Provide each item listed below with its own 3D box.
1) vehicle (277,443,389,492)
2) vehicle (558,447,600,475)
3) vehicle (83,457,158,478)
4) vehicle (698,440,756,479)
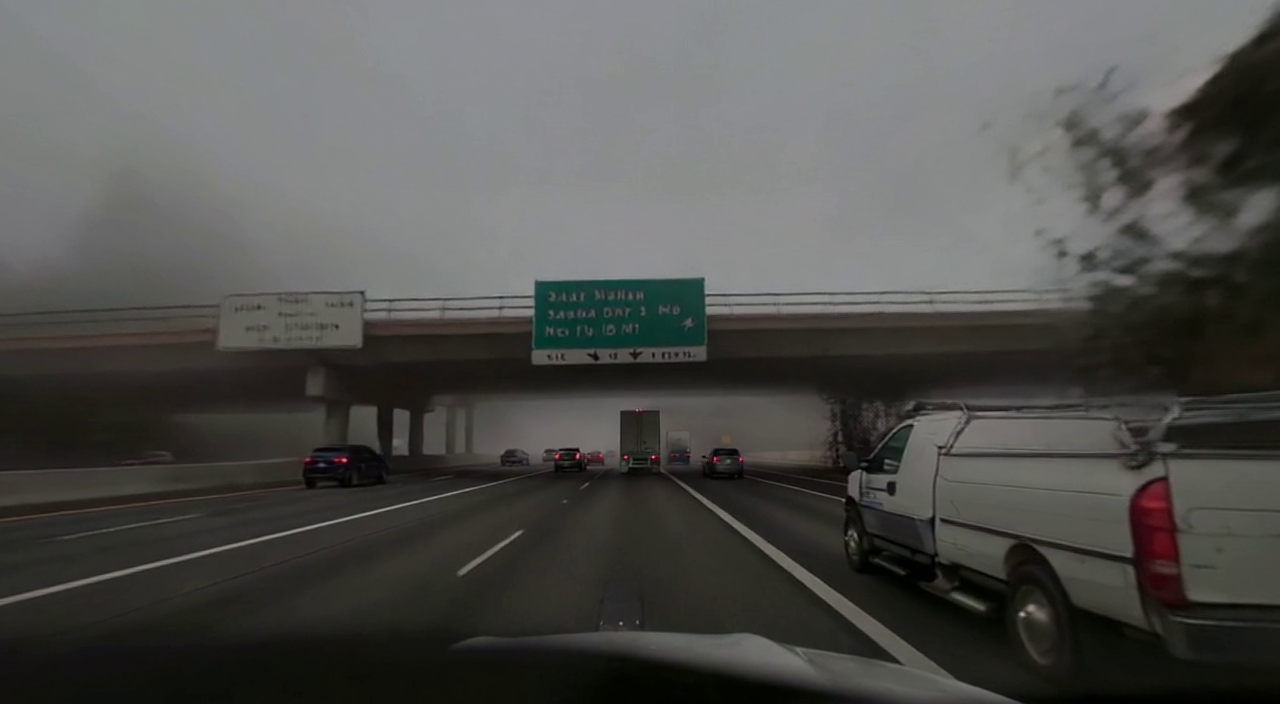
[{"bbox_3d":[-11.221,4.242,23.409,1.966,1.627,4.258,0,-9,0],"label":"vehicle"},{"bbox_3d":[-3.618,6.511,37.936,2.083,1.576,4.307,0,-9,0],"label":"vehicle"},{"bbox_3d":[-38.459,8.533,46.728,1.777,1.463,4.428,0,-9,0],"label":"vehicle"},{"bbox_3d":[4.014,5.070,29.858,2.107,1.707,4.445,0,-9,-1],"label":"vehicle"}]
